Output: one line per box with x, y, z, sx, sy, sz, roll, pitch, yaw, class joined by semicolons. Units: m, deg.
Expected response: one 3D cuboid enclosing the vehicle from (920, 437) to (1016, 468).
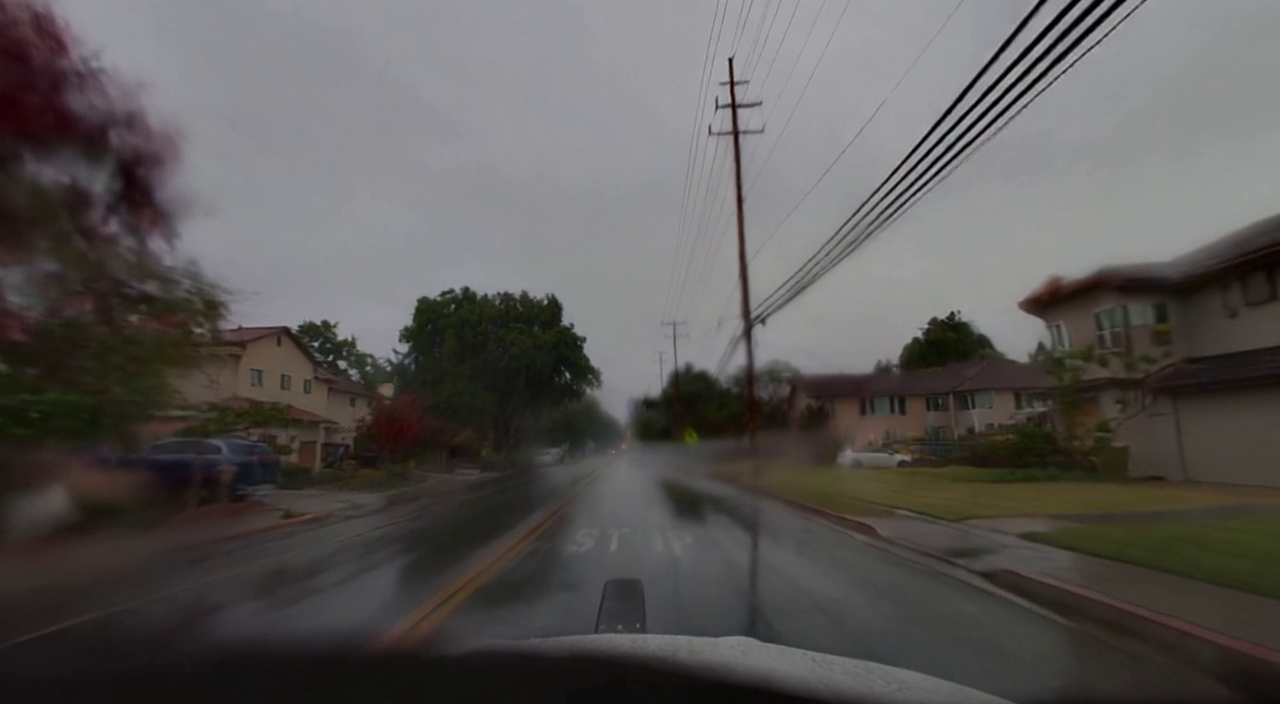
18.814;5.747;36.383;4.362;1.480;1.903;-3;-7;0;vehicle

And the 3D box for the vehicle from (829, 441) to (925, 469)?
13.584;5.925;36.383;4.624;1.420;2.045;-1;-9;-5;vehicle
